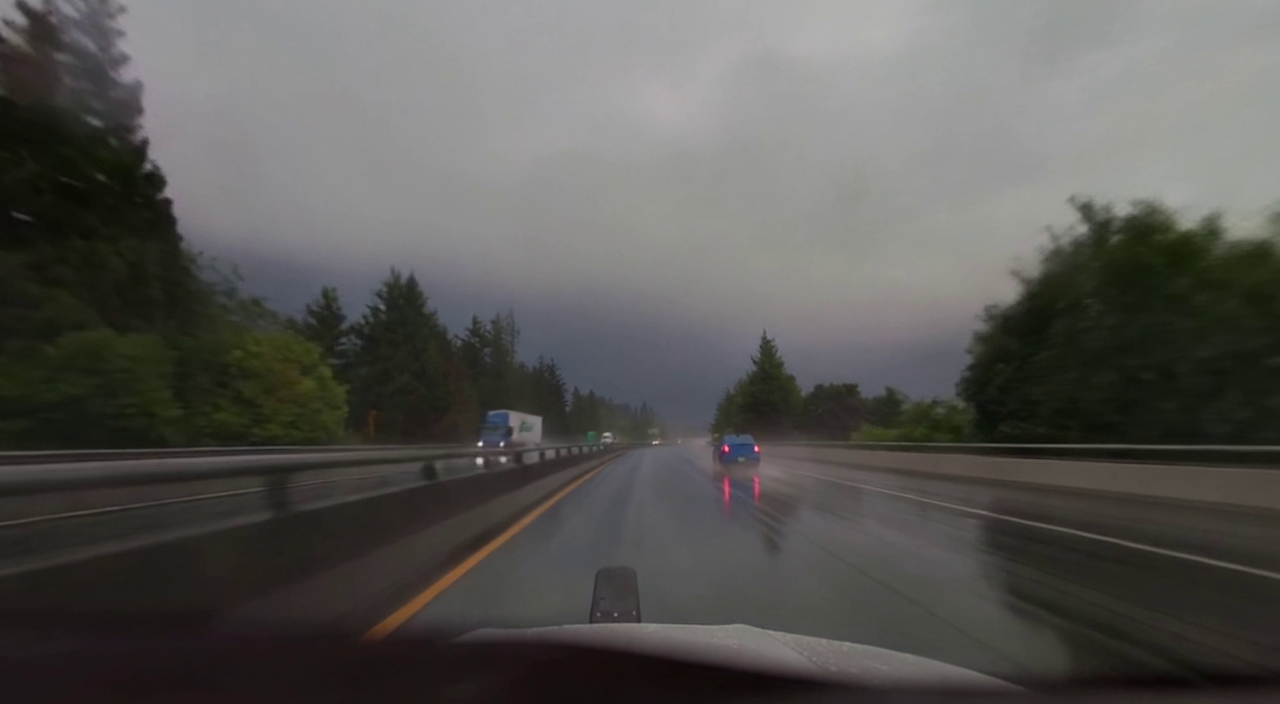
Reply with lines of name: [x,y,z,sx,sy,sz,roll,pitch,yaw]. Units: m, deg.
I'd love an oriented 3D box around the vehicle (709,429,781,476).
vehicle: [4.009,3.901,24.724,2.022,1.663,4.245,0,-8,-1]
